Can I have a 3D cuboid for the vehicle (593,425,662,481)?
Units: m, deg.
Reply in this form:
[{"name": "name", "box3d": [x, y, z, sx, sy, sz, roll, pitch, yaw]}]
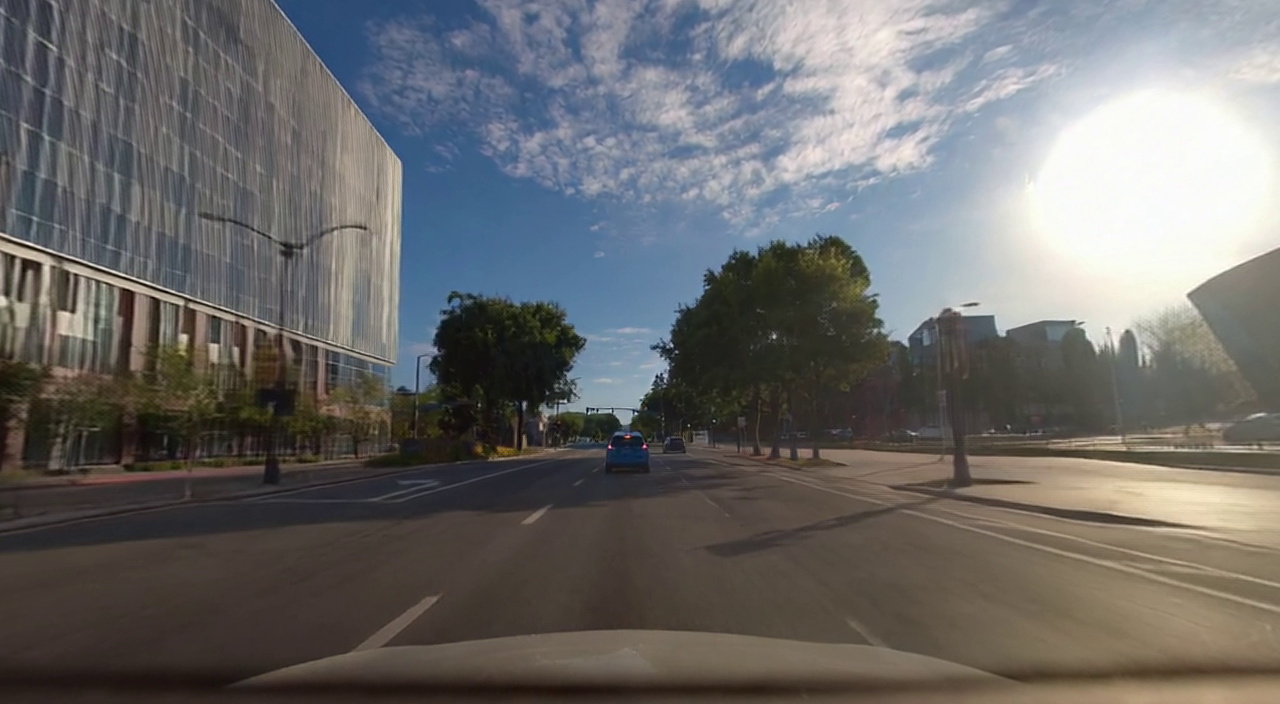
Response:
[{"name": "vehicle", "box3d": [-0.444, 3.725, 23.556, 2.313, 1.860, 4.319, 0, -9, -1]}]
